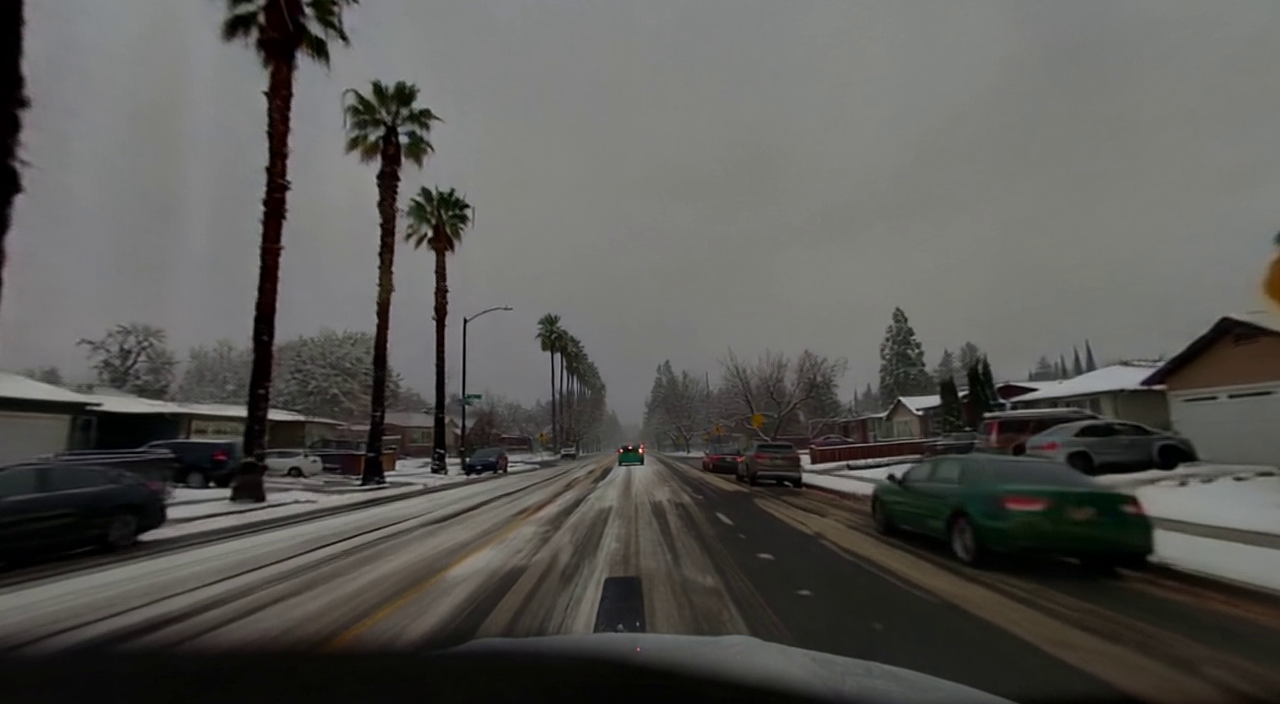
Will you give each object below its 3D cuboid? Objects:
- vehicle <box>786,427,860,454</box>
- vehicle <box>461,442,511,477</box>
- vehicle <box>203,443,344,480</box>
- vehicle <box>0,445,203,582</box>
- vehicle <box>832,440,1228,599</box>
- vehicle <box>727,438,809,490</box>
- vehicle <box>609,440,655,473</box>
[{"bbox_3d":[13.337,6.503,46.343,4.913,1.930,2.020,-1,-8,7],"label":"vehicle"},{"bbox_3d":[-8.972,6.263,37.044,1.945,1.666,4.107,-3,-6,-1],"label":"vehicle"},{"bbox_3d":[-15.817,4.730,27.467,4.654,1.490,2.381,0,-8,2],"label":"vehicle"},{"bbox_3d":[-8.889,2.160,8.522,2.181,1.527,5.441,-2,-6,0],"label":"vehicle"},{"bbox_3d":[4.529,1.981,8.671,2.033,1.495,5.175,0,-8,-2],"label":"vehicle"},{"bbox_3d":[4.471,3.993,23.008,2.017,1.646,5.389,0,-8,2],"label":"vehicle"},{"bbox_3d":[-0.403,5.123,31.147,2.098,1.483,4.099,0,-8,-1],"label":"vehicle"}]
